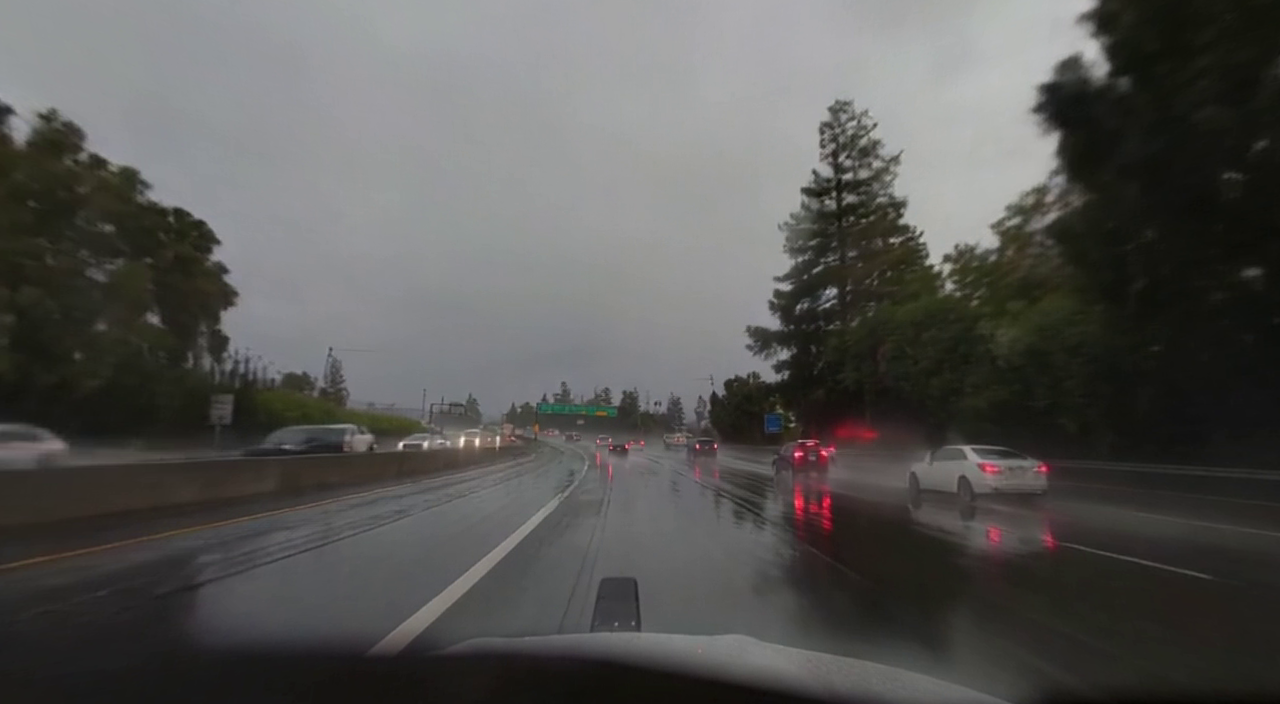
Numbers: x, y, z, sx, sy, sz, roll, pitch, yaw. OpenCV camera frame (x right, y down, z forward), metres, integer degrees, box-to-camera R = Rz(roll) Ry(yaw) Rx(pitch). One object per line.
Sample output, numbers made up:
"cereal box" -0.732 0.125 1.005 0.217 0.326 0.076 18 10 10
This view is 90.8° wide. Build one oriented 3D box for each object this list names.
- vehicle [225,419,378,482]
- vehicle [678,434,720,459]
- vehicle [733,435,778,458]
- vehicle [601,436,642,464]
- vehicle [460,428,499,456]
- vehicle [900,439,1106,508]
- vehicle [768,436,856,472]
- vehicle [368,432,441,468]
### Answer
"vehicle" -10.048 2.979 19.292 2.174 1.654 4.680 1 -8 -2
"vehicle" 4.009 6.509 43.612 2.094 1.652 3.955 1 -8 -6
"vehicle" 8.733 7.207 48.254 2.056 1.609 4.761 1 -8 -6
"vehicle" -1.130 5.604 36.314 2.090 1.510 4.280 1 -8 -4
"vehicle" -11.915 6.730 47.218 2.064 1.918 4.078 1 -8 -4
"vehicle" 8.288 2.788 15.029 2.042 1.390 4.386 1 -8 -4
"vehicle" 7.671 4.619 28.755 2.196 1.494 4.735 1 -8 -7
"vehicle" -10.434 4.391 28.380 1.844 1.451 4.488 1 -8 -4
